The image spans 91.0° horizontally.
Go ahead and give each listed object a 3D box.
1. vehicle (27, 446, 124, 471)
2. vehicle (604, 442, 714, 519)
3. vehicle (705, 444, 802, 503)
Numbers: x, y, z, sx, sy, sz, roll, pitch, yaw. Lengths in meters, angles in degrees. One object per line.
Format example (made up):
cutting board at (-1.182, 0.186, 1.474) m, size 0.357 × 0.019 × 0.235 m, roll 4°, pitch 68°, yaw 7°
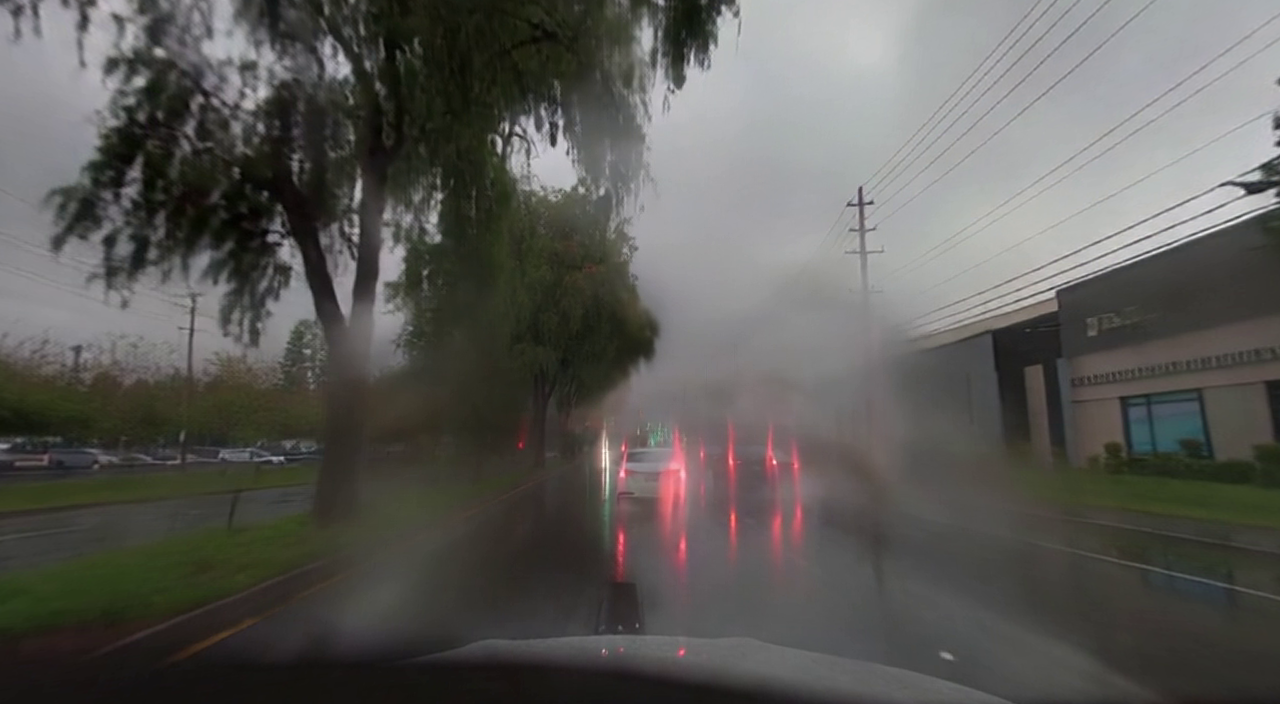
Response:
vehicle at (-38.802, 7.298, 43.386) m, size 1.804 × 1.478 × 4.485 m, roll -4°, pitch -8°, yaw 25°
vehicle at (0.302, 2.814, 14.344) m, size 2.144 × 1.473 × 4.028 m, roll 1°, pitch -8°, yaw -2°
vehicle at (3.134, 3.436, 18.283) m, size 1.985 × 1.489 × 4.036 m, roll 0°, pitch -8°, yaw -1°
